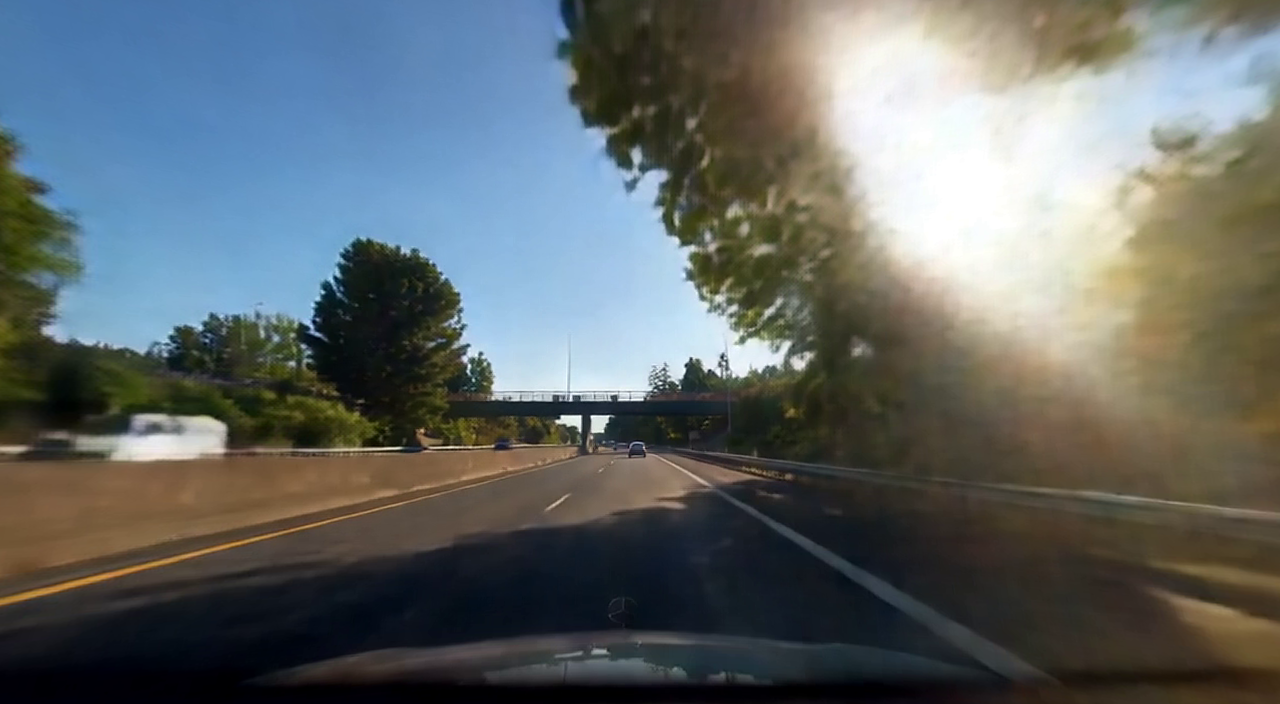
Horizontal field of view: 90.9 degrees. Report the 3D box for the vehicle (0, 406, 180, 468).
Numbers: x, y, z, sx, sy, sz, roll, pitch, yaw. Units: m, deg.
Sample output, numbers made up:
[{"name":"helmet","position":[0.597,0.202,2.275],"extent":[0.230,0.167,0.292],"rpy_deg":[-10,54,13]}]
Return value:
[{"name":"vehicle","position":[-16.265,2.539,18.577],"extent":[1.990,1.585,4.448],"rpy_deg":[0,-9,0]}]
